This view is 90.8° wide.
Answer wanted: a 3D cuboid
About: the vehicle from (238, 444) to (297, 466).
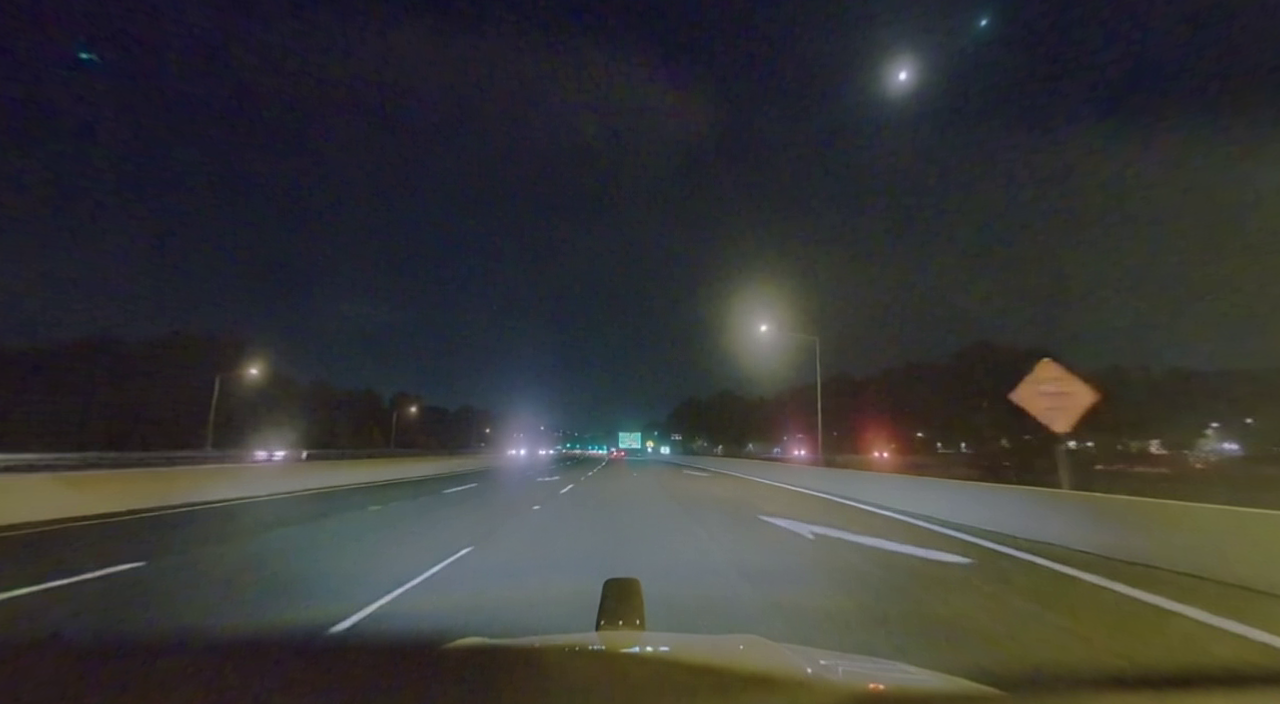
[{"bbox_3d":[-26.004,7.192,44.165,1.766,1.461,3.983,0,-9,-2],"label":"vehicle"}]
